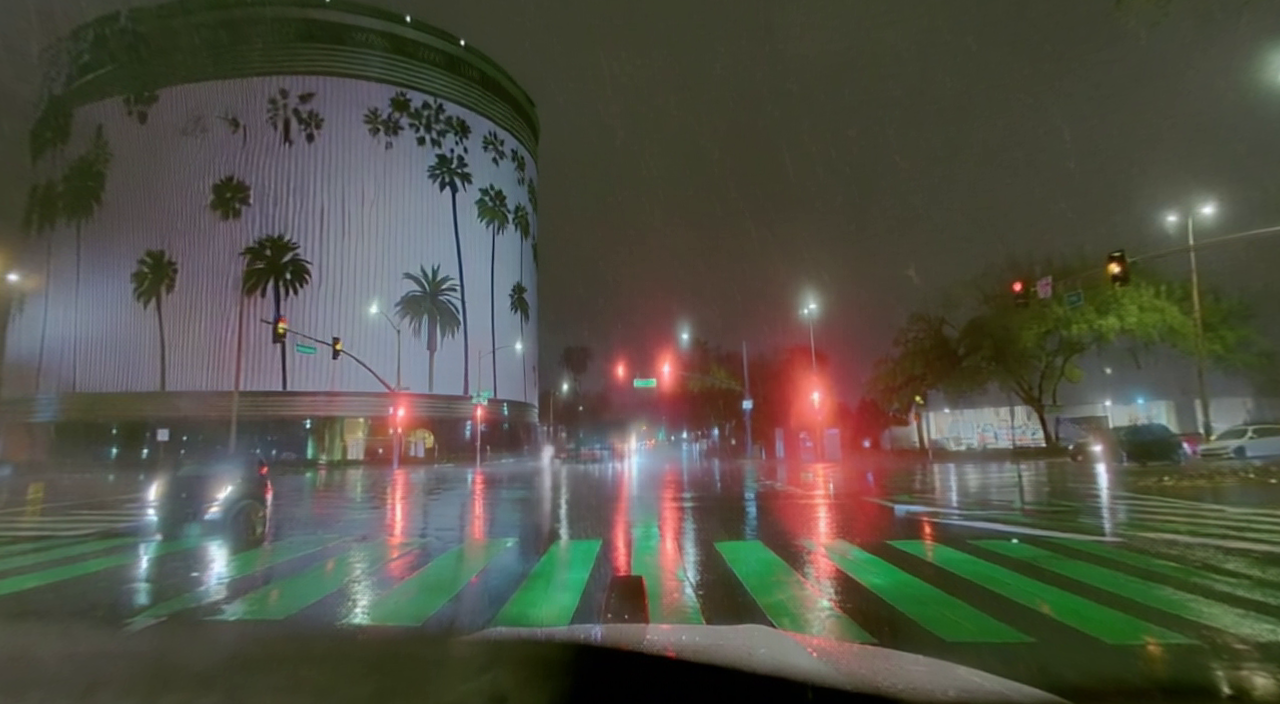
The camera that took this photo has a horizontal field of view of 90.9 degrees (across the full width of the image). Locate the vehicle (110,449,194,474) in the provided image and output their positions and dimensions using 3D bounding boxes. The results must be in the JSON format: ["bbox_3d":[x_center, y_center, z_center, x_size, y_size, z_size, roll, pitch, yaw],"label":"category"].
[{"bbox_3d":[-33.074,7.400,42.757,4.136,1.661,1.857,0,-8,1],"label":"vehicle"}]

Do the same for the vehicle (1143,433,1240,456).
[{"bbox_3d":[36.029,6.032,41.260,4.606,1.449,1.687,0,-8,2],"label":"vehicle"}]

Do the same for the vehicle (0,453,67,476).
[{"bbox_3d":[-41.667,7.606,42.773,3.698,1.508,1.779,0,-8,1],"label":"vehicle"}]

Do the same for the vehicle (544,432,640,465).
[{"bbox_3d":[-2.770,5.740,37.387,5.477,1.880,2.125,0,-8,1],"label":"vehicle"}]
